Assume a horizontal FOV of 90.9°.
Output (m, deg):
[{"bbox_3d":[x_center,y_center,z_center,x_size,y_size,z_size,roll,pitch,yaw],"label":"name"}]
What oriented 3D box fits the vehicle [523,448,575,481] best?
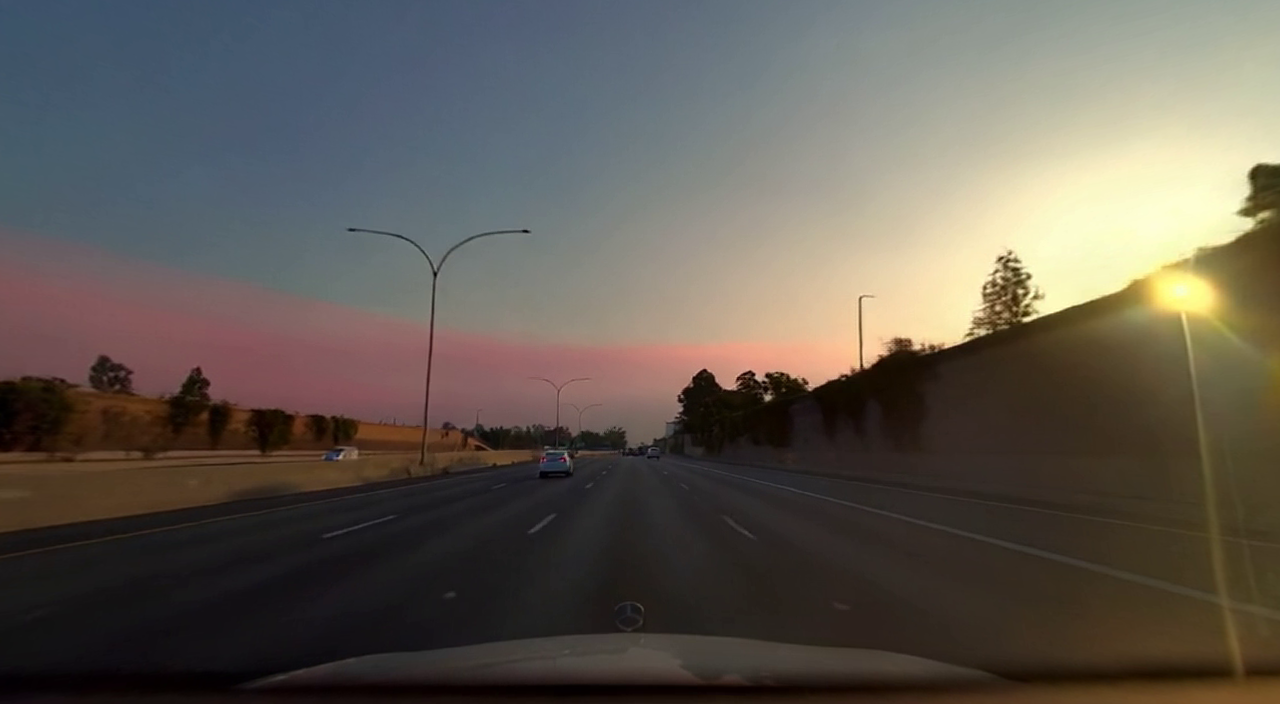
[{"bbox_3d":[-4.412,5.493,31.147,2.014,1.481,4.156,0,-9,-1],"label":"vehicle"}]
